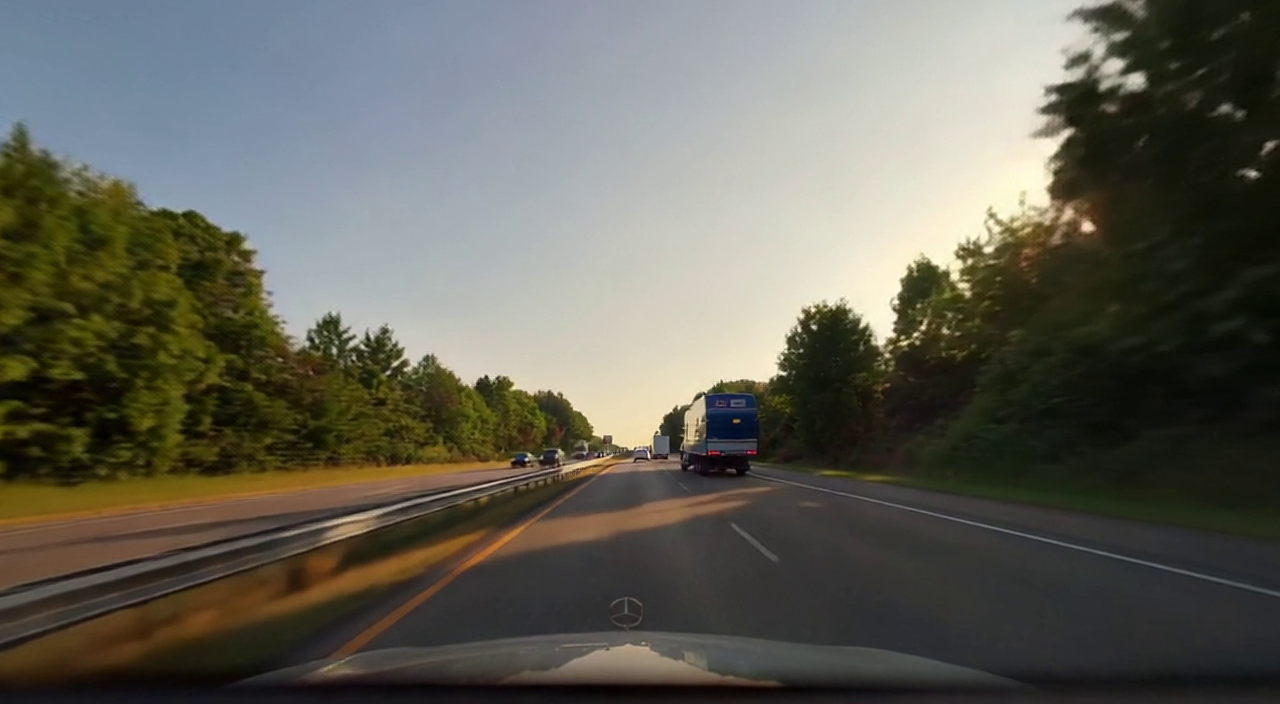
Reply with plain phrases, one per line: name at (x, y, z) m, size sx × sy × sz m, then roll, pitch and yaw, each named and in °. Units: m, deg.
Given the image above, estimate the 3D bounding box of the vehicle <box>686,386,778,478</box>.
vehicle at (4.662, 4.707, 35.662) m, size 2.939 × 4.129 × 14.300 m, roll 0°, pitch -9°, yaw 0°

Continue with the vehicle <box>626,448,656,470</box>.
vehicle at (0.052, 7.265, 42.892) m, size 1.926 × 1.386 × 3.615 m, roll 0°, pitch -9°, yaw 0°
